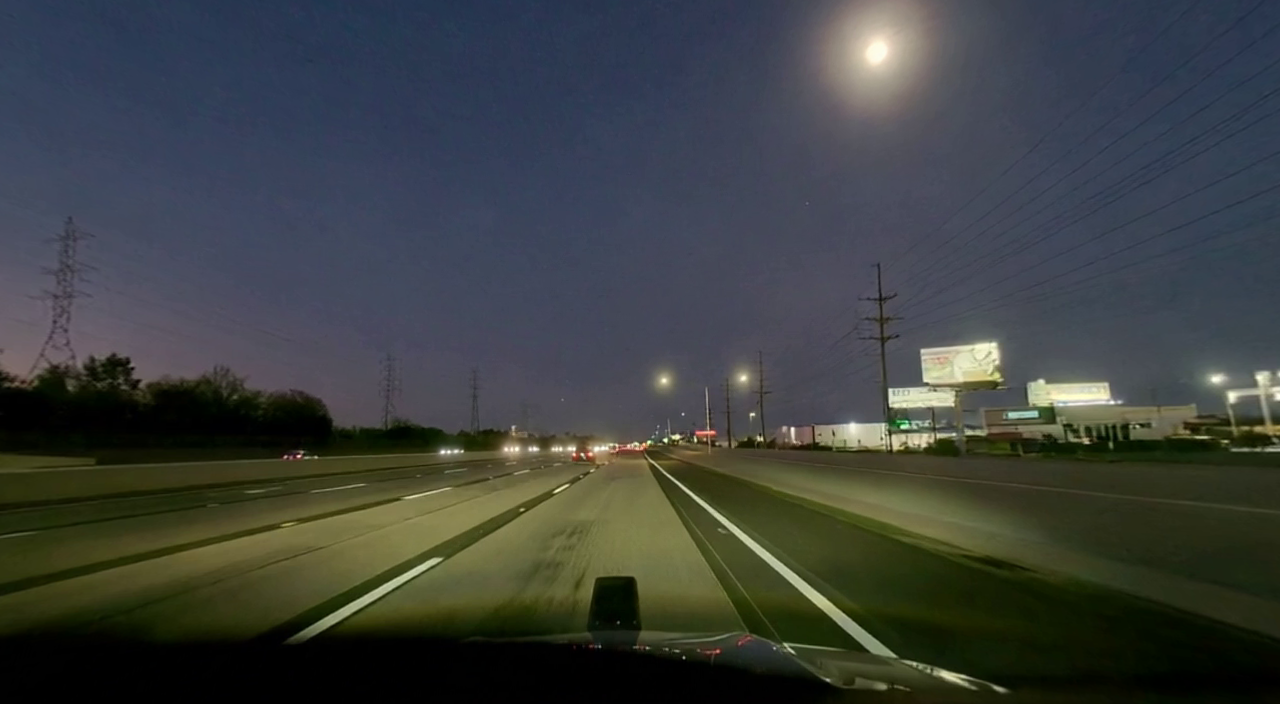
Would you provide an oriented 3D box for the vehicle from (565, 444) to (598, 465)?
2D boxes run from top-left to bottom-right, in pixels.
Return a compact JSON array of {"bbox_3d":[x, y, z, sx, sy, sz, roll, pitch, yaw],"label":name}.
[{"bbox_3d":[-4.204,7.427,45.950,1.940,1.479,4.545,0,-9,0],"label":"vehicle"}]
